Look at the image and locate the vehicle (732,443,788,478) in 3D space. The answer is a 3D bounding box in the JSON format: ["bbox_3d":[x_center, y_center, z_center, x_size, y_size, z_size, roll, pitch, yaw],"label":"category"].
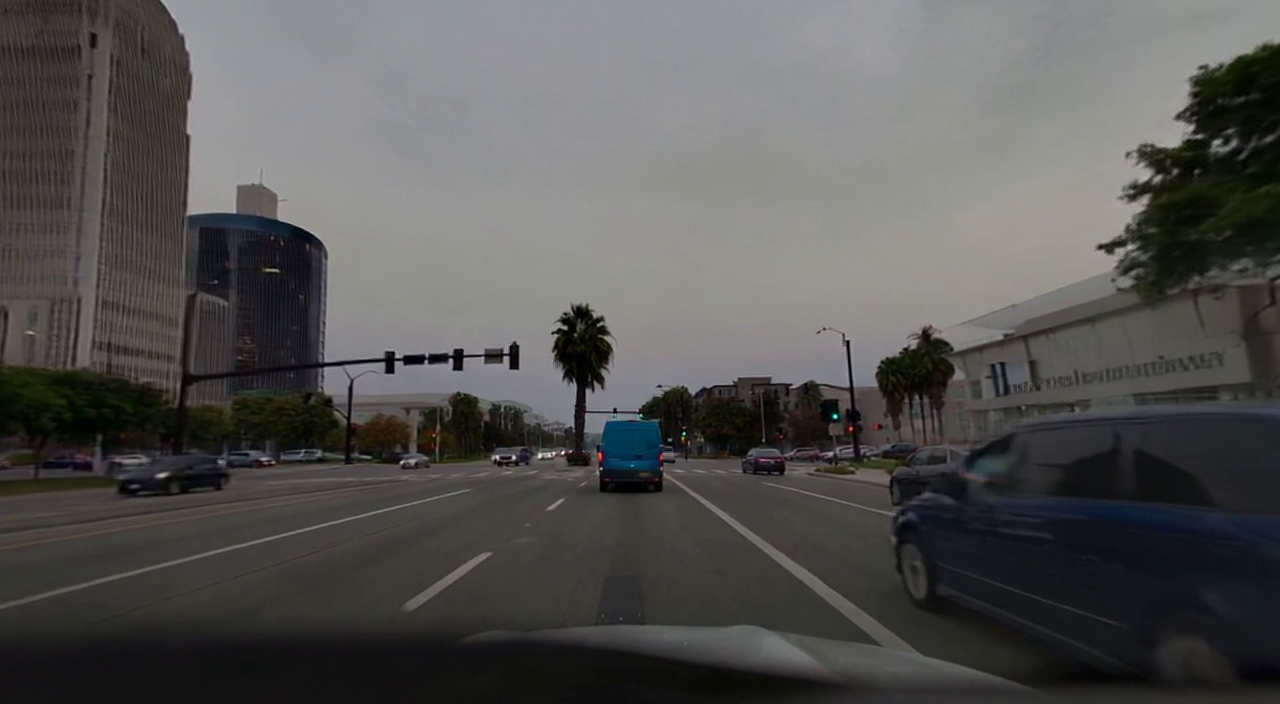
[{"bbox_3d":[6.239,5.716,33.457,1.931,1.692,4.267,0,-9,-3],"label":"vehicle"}]

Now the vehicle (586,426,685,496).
[{"bbox_3d":[-0.233,3.587,21.154,2.848,1.991,5.706,0,-9,-2],"label":"vehicle"}]

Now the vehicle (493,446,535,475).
[{"bbox_3d":[-7.871,6.689,39.271,2.109,1.653,4.681,2,-9,-16],"label":"vehicle"}]

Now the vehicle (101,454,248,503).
[{"bbox_3d":[-16.277,4.400,22.476,1.953,1.480,4.632,0,-9,-4],"label":"vehicle"}]

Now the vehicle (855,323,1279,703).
[{"bbox_3d":[3.265,0.974,3.288,2.462,1.736,4.899,0,-9,-1],"label":"vehicle"}]
